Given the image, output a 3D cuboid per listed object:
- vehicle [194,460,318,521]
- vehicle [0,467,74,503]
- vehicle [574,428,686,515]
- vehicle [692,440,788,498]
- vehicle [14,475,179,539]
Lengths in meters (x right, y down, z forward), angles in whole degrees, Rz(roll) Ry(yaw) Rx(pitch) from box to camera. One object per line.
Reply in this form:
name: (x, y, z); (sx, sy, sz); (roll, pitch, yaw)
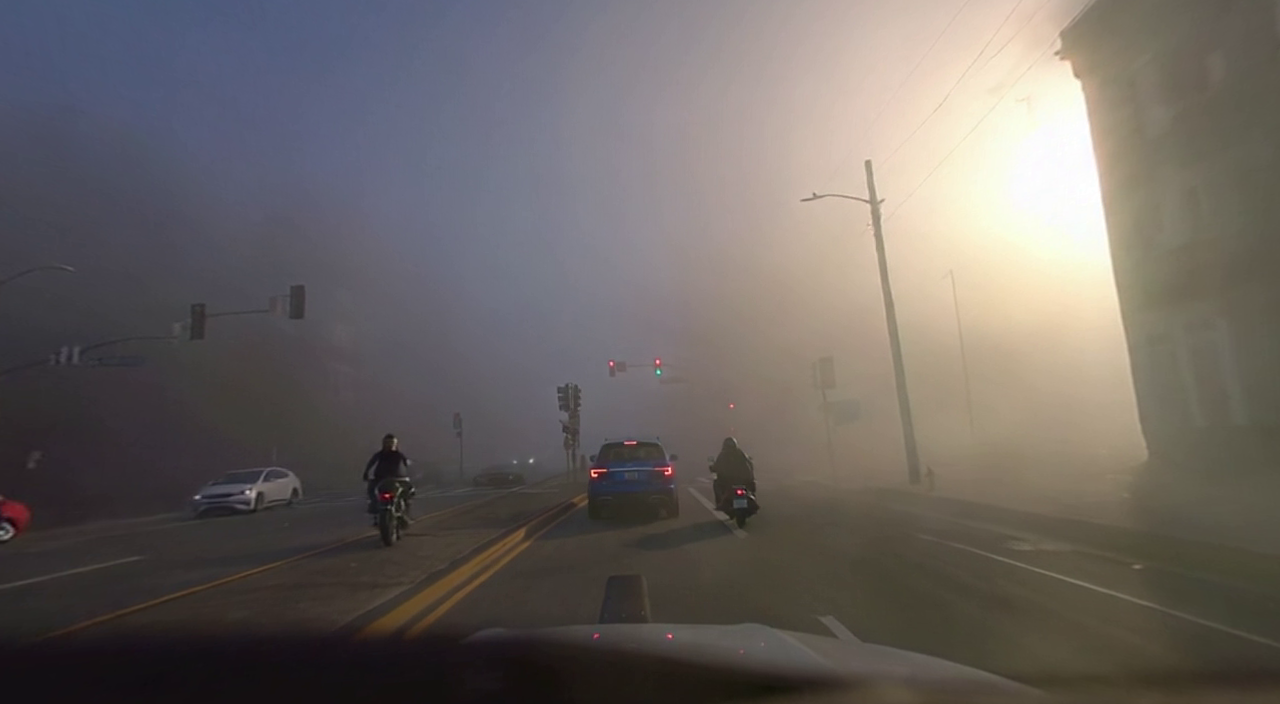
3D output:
vehicle: (-13.296, 4.761, 22.211); (1.871, 1.786, 4.386); (0, -9, -5)
vehicle: (-32.607, 6.945, 33.001); (4.008, 1.720, 1.940); (0, -8, -1)
vehicle: (-0.191, 2.736, 14.900); (2.265, 1.748, 4.130); (0, -9, 1)
vehicle: (2.826, 3.438, 18.899); (2.101, 1.507, 4.355); (0, -9, -1)
vehicle: (-18.199, 5.157, 21.495); (2.032, 1.701, 4.475); (1, -9, -8)
